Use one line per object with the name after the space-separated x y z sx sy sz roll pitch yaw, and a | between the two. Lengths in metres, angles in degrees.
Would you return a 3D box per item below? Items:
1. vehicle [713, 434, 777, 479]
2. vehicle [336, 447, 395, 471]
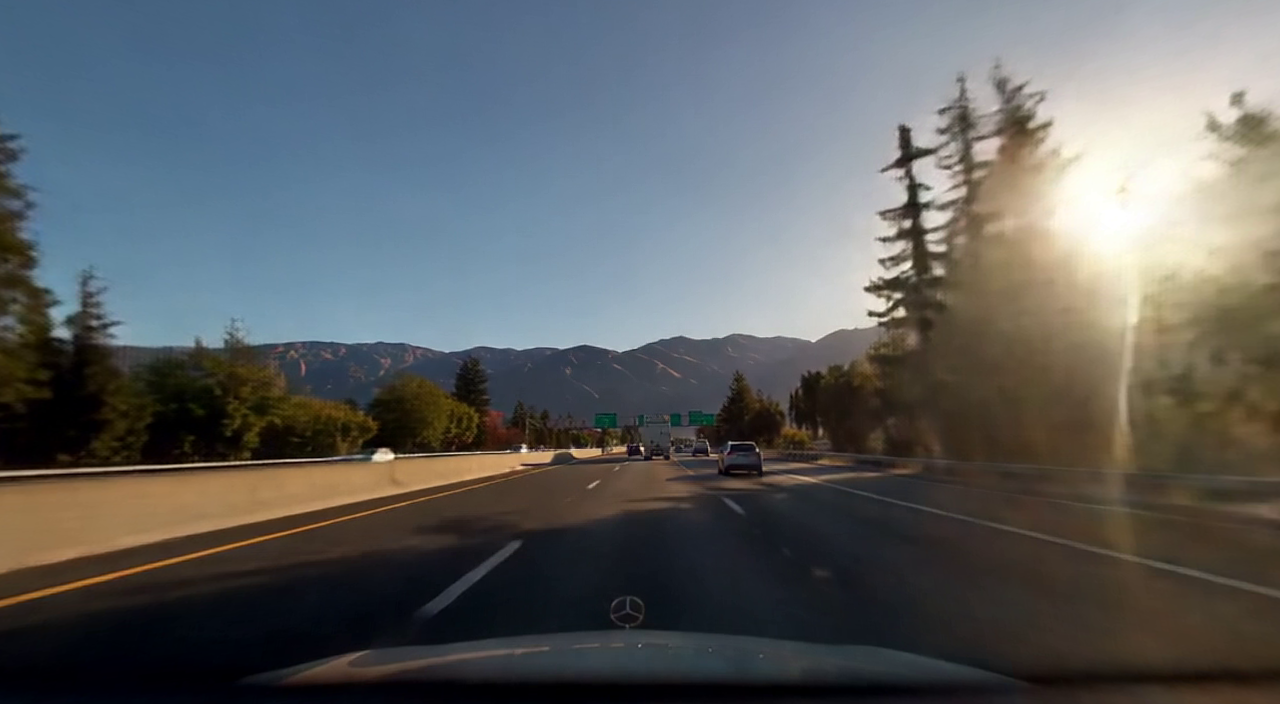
4.112 4.148 25.274 1.880 1.624 3.941 0 -8 0 | vehicle
-18.945 7.390 43.764 1.944 1.487 4.621 -1 -8 2 | vehicle
